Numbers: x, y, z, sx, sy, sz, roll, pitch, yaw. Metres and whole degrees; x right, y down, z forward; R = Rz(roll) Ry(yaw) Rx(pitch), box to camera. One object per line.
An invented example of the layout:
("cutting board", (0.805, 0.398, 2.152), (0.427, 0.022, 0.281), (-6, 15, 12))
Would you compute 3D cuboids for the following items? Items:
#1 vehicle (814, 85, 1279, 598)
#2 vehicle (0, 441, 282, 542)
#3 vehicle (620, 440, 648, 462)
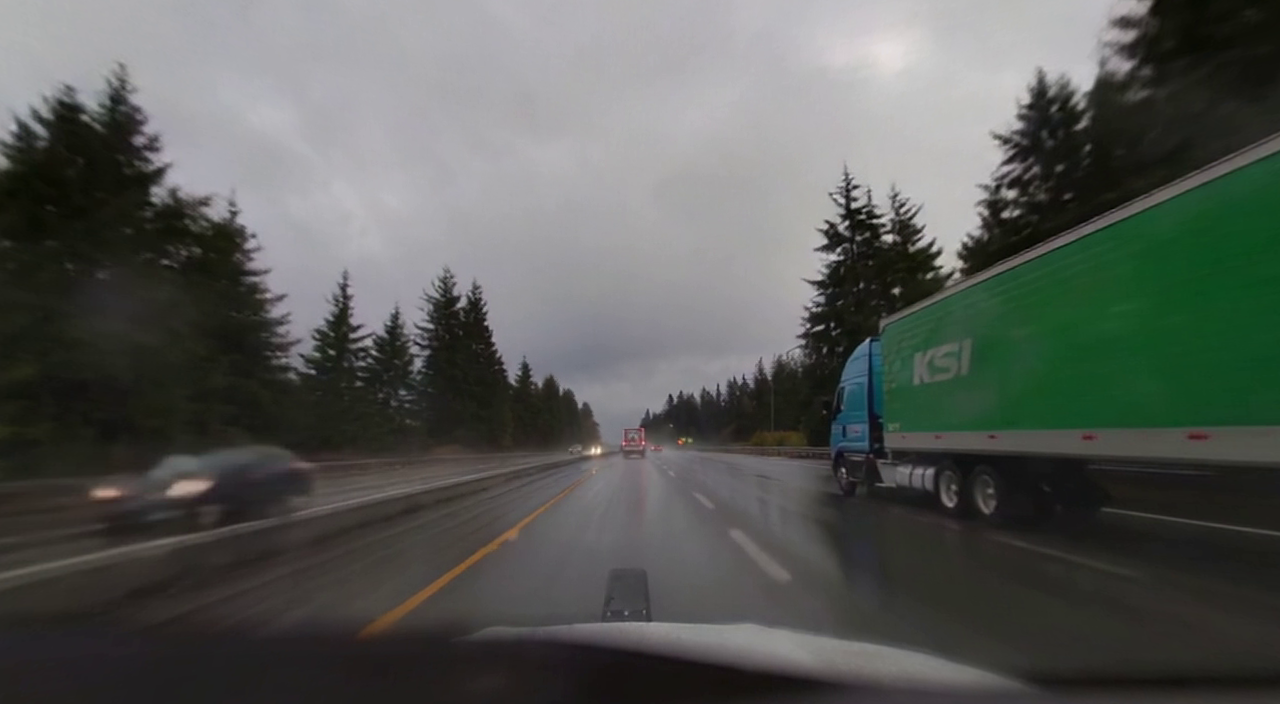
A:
("vehicle", (6.915, 0.550, 9.379), (3.479, 4.156, 17.231), (0, -9, -1))
("vehicle", (-9.411, 2.556, 12.375), (1.935, 1.569, 4.778), (0, -8, -1))
("vehicle", (-0.469, 7.735, 49.333), (2.121, 1.590, 4.434), (0, -8, 0))
